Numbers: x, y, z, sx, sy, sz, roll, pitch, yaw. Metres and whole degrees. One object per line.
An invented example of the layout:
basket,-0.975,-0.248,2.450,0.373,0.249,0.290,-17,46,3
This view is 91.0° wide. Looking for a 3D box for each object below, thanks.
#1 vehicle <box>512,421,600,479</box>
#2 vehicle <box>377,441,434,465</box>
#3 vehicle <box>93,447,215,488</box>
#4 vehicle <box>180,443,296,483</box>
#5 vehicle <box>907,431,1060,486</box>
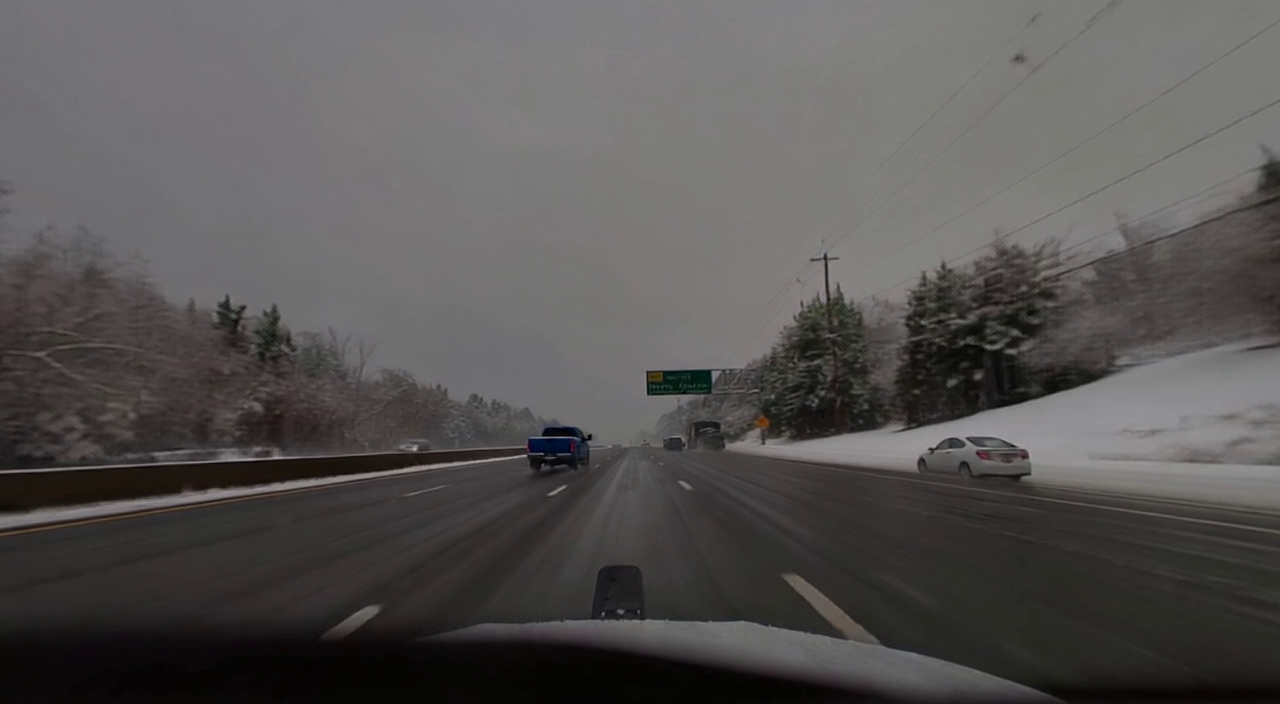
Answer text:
vehicle,-3.159,3.930,25.294,2.508,2.023,6.176,0,-9,2
vehicle,-17.874,7.728,48.333,2.245,1.774,5.296,0,-9,1
vehicle,-21.901,5.187,28.638,1.892,1.704,4.500,0,-9,0
vehicle,-18.114,4.997,28.687,2.145,1.623,4.693,0,-9,0
vehicle,10.396,3.256,19.560,2.076,1.470,4.644,0,-9,-1
